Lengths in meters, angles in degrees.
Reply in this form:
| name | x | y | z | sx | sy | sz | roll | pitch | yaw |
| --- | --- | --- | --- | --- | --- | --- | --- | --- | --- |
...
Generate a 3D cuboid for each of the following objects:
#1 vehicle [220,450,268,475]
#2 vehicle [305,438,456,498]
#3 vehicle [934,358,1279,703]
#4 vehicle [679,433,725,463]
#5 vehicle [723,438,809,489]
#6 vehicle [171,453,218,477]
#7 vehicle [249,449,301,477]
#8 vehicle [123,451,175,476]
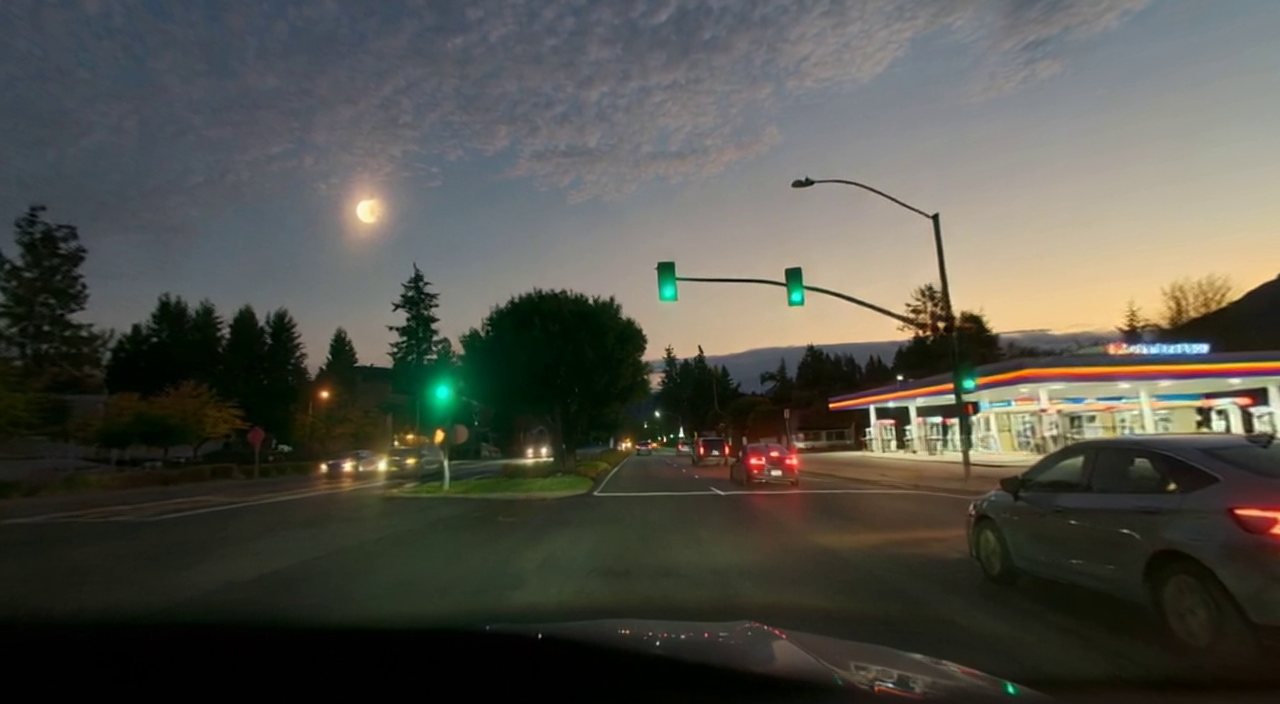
| name | x | y | z | sx | sy | sz | roll | pitch | yaw |
| --- | --- | --- | --- | --- | --- | --- | --- | --- | --- |
| vehicle | -31.069 | 8.623 | 49.562 | 2.169 | 1.834 | 3.779 | 2 | -9 | -16 |
| vehicle | -8.191 | 3.667 | 20.610 | 2.842 | 1.476 | 4.980 | -3 | -7 | 0 |
| vehicle | 3.829 | 0.991 | 3.684 | 1.875 | 1.665 | 4.931 | 0 | -8 | 1 |
| vehicle | 4.193 | 6.668 | 43.860 | 2.611 | 1.983 | 5.165 | 0 | -8 | -1 |
| vehicle | 3.933 | 3.547 | 20.390 | 1.871 | 1.442 | 4.122 | 0 | -8 | -1 |
| vehicle | -33.895 | 8.556 | 48.086 | 1.803 | 1.675 | 3.674 | 2 | -9 | -18 |
| vehicle | -28.294 | 8.583 | 48.998 | 2.064 | 2.002 | 4.835 | 2 | -9 | -13 |
| vehicle | -36.011 | 8.136 | 46.328 | 1.755 | 1.670 | 3.889 | 3 | -9 | -19 |
